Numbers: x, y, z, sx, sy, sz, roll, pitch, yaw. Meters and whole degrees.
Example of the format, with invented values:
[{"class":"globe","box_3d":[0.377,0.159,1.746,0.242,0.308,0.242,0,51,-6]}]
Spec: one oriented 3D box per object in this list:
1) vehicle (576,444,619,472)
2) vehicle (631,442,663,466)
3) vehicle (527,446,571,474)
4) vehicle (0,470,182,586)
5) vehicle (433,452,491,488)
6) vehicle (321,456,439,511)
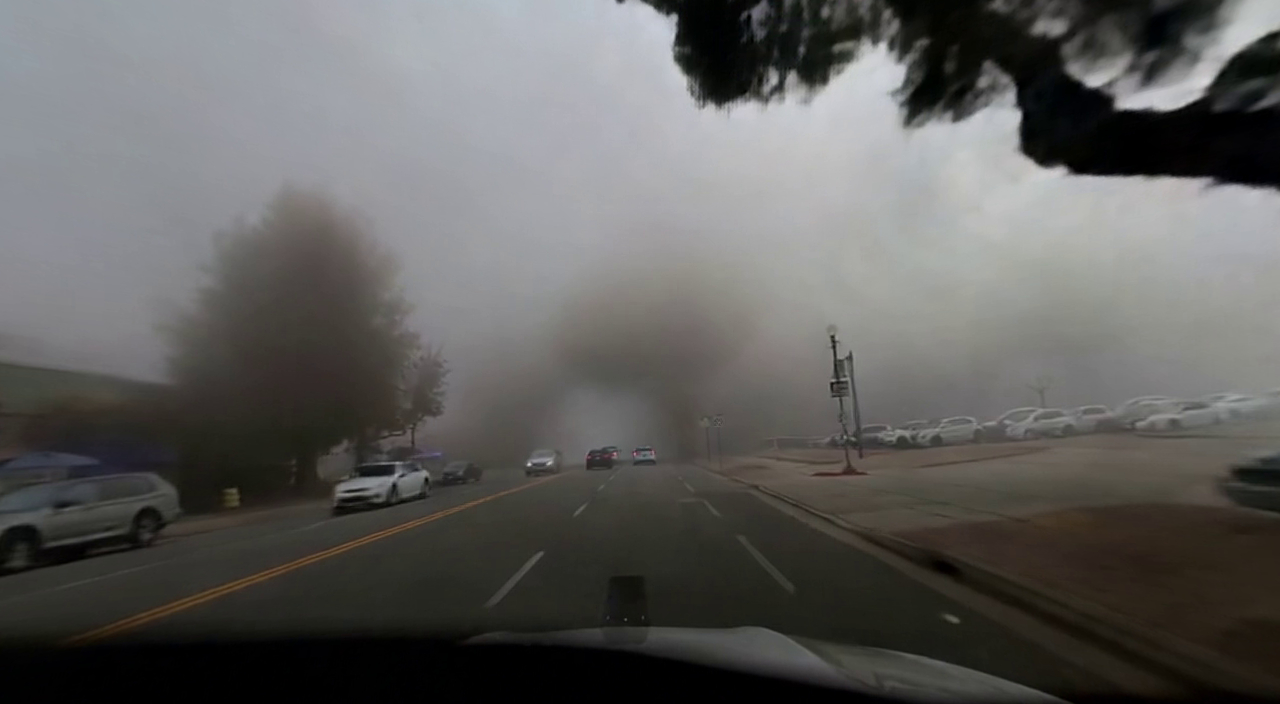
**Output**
[{"class":"vehicle","box_3d":[-2.315,5.933,35.460,2.099,1.424,4.609,0,-8,0]},{"class":"vehicle","box_3d":[0.448,6.690,41.518,2.020,1.478,3.922,0,-8,0]},{"class":"vehicle","box_3d":[-5.552,6.654,39.085,2.045,1.619,3.973,-1,-8,2]},{"class":"vehicle","box_3d":[-11.379,3.206,11.988,1.925,1.709,4.426,-1,-8,1]},{"class":"vehicle","box_3d":[-10.889,7.211,38.930,1.978,1.640,4.695,-9,-8,1]},{"class":"vehicle","box_3d":[-8.447,4.285,20.979,1.952,1.540,4.413,0,-8,1]}]
